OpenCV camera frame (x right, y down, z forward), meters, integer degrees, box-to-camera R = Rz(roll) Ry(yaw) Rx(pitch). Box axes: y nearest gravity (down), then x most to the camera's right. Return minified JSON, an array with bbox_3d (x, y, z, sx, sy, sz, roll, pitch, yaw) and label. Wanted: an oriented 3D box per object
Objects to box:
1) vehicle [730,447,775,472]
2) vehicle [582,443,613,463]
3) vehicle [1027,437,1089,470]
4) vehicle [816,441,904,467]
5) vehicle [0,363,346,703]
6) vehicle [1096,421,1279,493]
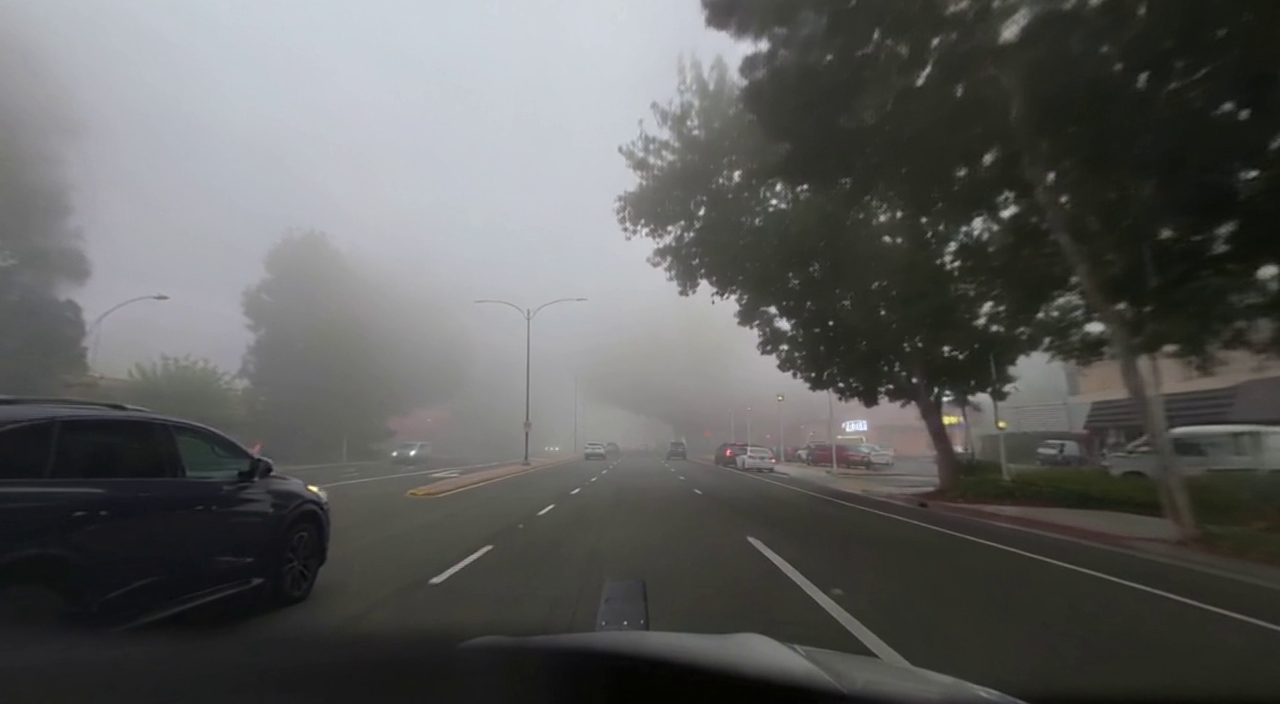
[{"bbox_3d":[6.691,6.438,38.000,1.888,1.425,4.547,0,-9,0],"label":"vehicle"},{"bbox_3d":[-3.141,7.590,47.466,2.005,1.446,4.265,0,-9,1],"label":"vehicle"},{"bbox_3d":[26.472,6.394,39.791,5.164,1.952,1.981,8,-12,-43],"label":"vehicle"},{"bbox_3d":[15.116,7.027,43.561,5.326,1.690,2.007,-8,-11,41],"label":"vehicle"},{"bbox_3d":[-3.568,1.003,3.432,1.983,1.635,3.957,0,-9,0],"label":"vehicle"},{"bbox_3d":[15.655,2.675,16.396,1.691,1.670,5.790,3,-7,-40],"label":"vehicle"}]
